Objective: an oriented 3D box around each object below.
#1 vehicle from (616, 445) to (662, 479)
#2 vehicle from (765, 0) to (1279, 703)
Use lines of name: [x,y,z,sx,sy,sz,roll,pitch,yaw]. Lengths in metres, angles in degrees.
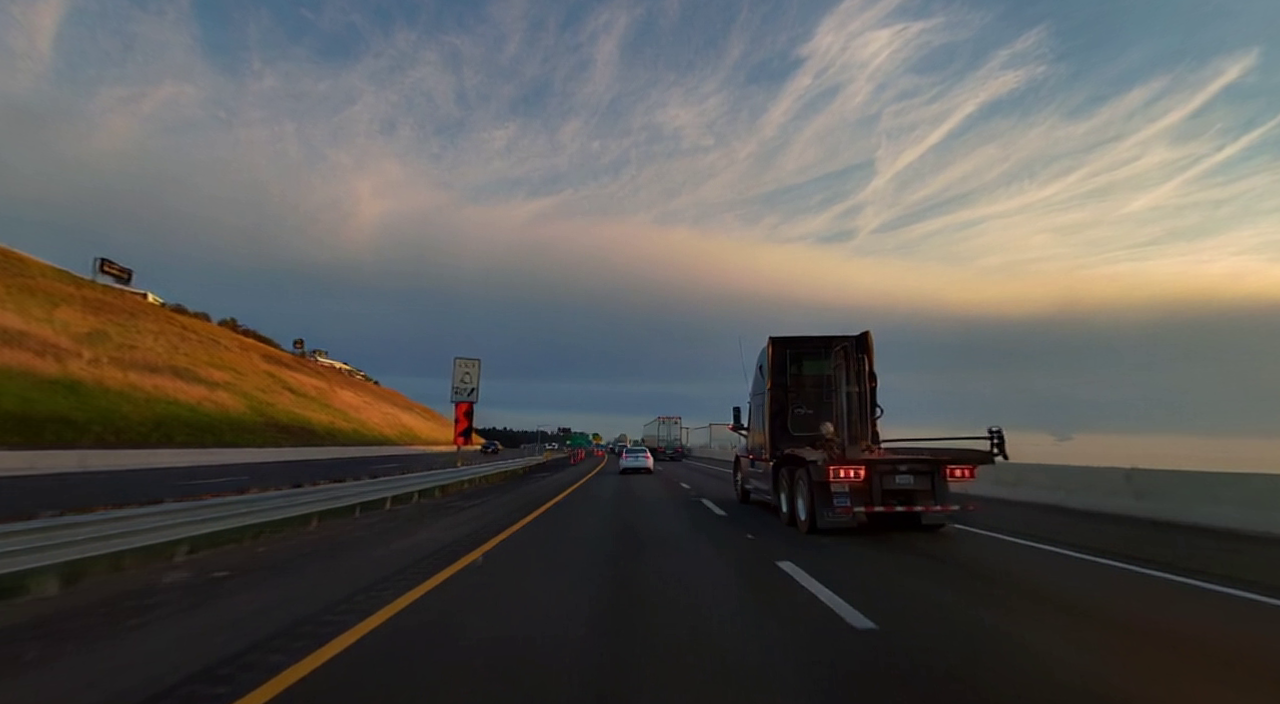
vehicle: [-0.069,4.888,28.245,1.927,1.437,3.794,0,-9,-1]
vehicle: [3.610,-0.050,3.865,2.874,4.065,14.243,0,-9,0]
